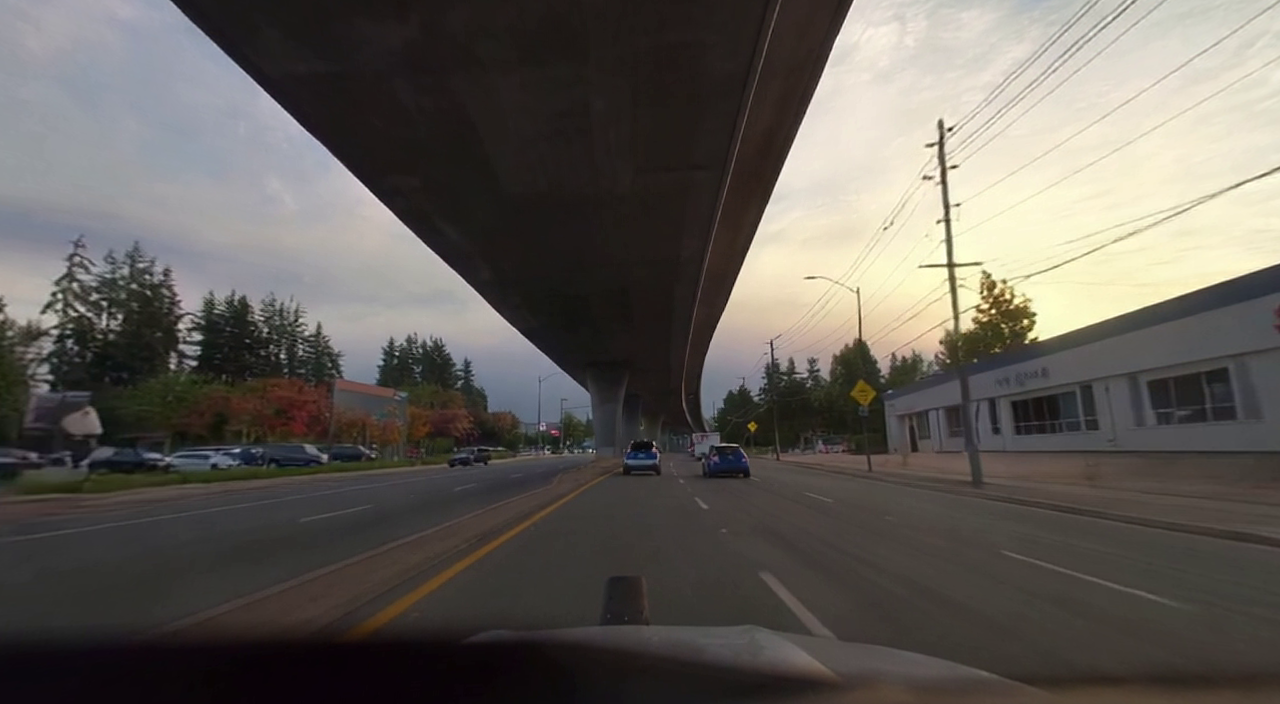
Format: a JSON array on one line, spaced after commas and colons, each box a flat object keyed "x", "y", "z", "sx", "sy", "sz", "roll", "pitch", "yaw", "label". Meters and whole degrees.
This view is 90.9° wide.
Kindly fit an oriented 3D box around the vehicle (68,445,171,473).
[{"x": -33.612, "y": 6.910, "z": 40.836, "sx": 4.540, "sy": 1.717, "sz": 2.066, "roll": 2, "pitch": -9, "yaw": -13, "label": "vehicle"}]

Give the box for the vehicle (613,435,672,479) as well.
[{"x": 0.168, "y": 4.713, "z": 28.465, "sx": 2.441, "sy": 1.813, "sz": 4.581, "roll": 0, "pitch": -9, "yaw": 1, "label": "vehicle"}]

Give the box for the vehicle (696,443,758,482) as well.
[{"x": 3.556, "y": 4.594, "z": 26.568, "sx": 1.954, "sy": 1.479, "sz": 4.557, "roll": 0, "pitch": -9, "yaw": 0, "label": "vehicle"}]

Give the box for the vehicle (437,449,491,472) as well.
[{"x": -12.548, "y": 7.743, "z": 45.225, "sx": 1.995, "sy": 1.472, "sz": 4.704, "roll": -1, "pitch": -9, "yaw": 8, "label": "vehicle"}]
